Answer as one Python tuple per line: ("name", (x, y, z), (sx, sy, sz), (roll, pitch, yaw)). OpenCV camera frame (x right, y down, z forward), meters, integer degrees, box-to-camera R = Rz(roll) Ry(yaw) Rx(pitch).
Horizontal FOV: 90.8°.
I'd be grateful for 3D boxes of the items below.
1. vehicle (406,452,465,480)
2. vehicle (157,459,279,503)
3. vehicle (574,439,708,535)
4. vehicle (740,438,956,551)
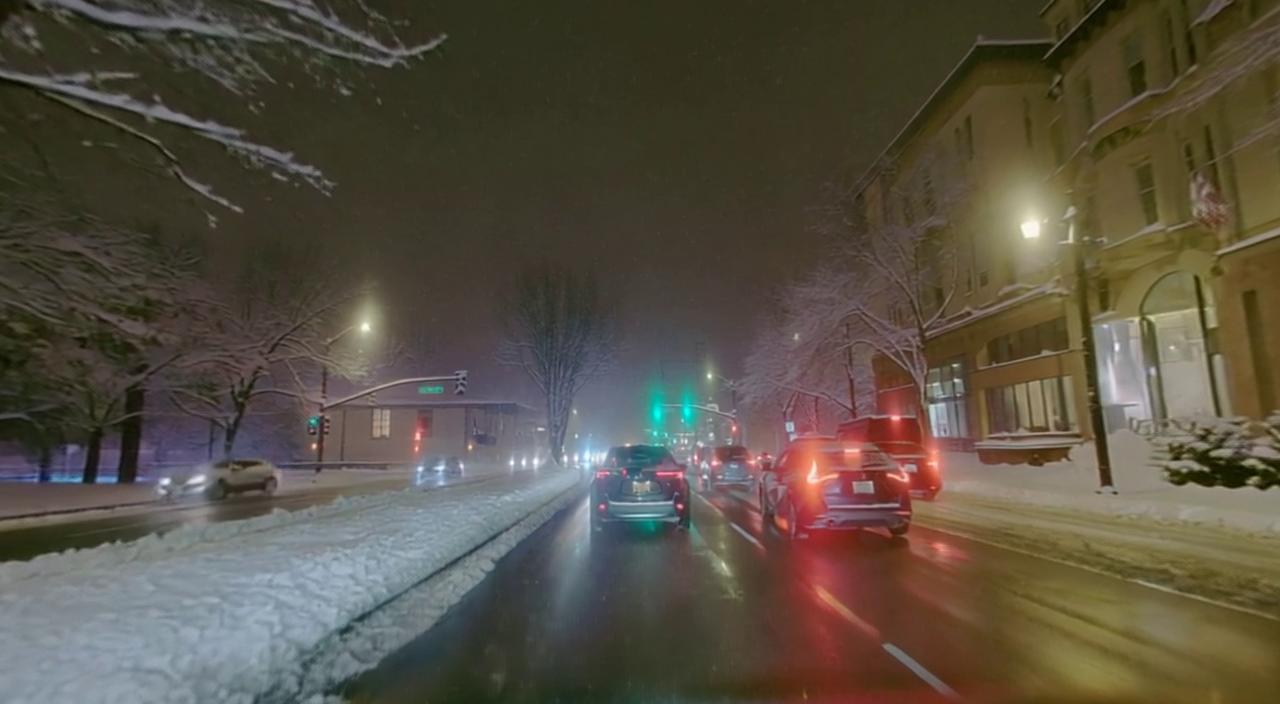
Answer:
("vehicle", (-12.454, 6.966, 38.779), (2.020, 1.533, 4.620), (0, -8, 0))
("vehicle", (-16.429, 5.008, 24.914), (1.864, 1.489, 4.346), (0, -8, -1))
("vehicle", (-0.034, 2.435, 12.052), (2.105, 1.474, 4.127), (0, -8, -1))
("vehicle", (3.134, 2.232, 10.712), (1.995, 1.483, 4.533), (0, -8, -2))
